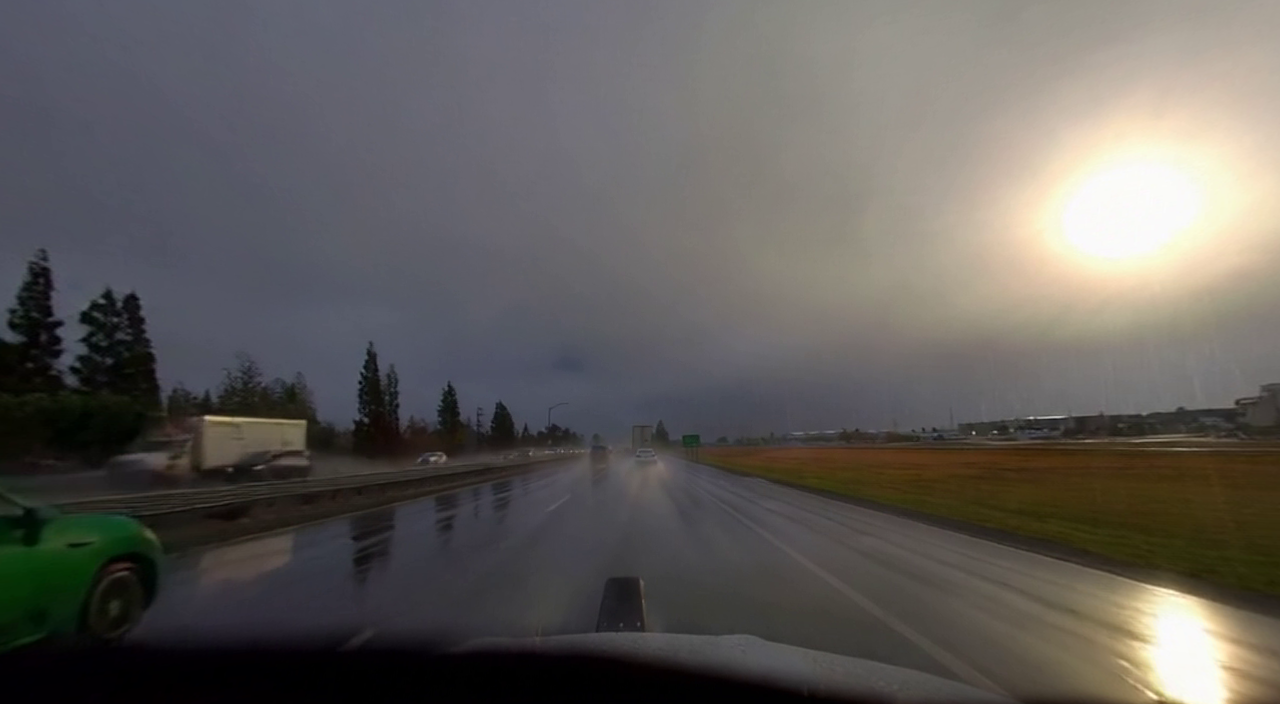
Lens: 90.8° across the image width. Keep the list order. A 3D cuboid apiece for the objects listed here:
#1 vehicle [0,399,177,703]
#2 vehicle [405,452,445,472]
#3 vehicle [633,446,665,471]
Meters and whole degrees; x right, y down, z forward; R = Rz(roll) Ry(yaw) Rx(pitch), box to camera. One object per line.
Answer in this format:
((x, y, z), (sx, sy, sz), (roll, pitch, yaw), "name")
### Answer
((-4.263, 0.881, 2.260), (2.172, 1.548, 3.953), (0, -9, 0), "vehicle")
((-16.882, 8.628, 49.681), (1.921, 1.452, 3.579), (0, -9, 0), "vehicle")
((0.554, 7.078, 42.116), (1.992, 1.593, 3.937), (0, -9, -1), "vehicle")
